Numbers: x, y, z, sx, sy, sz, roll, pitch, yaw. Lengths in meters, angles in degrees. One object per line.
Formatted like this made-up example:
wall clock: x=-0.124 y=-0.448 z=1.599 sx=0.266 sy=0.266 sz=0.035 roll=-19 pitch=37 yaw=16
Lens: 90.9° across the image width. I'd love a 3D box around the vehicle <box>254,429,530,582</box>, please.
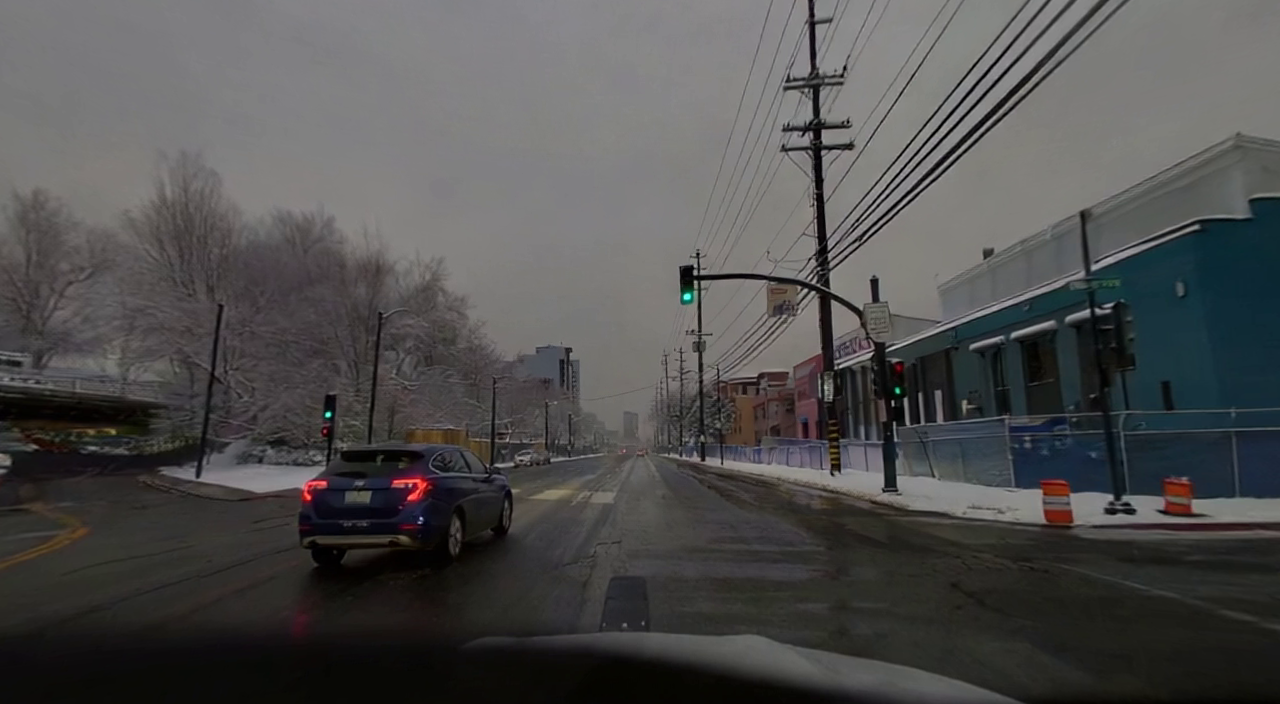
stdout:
vehicle: x=-3.020 y=1.959 z=8.979 sx=2.036 sy=1.589 sz=4.549 roll=0 pitch=-8 yaw=0
